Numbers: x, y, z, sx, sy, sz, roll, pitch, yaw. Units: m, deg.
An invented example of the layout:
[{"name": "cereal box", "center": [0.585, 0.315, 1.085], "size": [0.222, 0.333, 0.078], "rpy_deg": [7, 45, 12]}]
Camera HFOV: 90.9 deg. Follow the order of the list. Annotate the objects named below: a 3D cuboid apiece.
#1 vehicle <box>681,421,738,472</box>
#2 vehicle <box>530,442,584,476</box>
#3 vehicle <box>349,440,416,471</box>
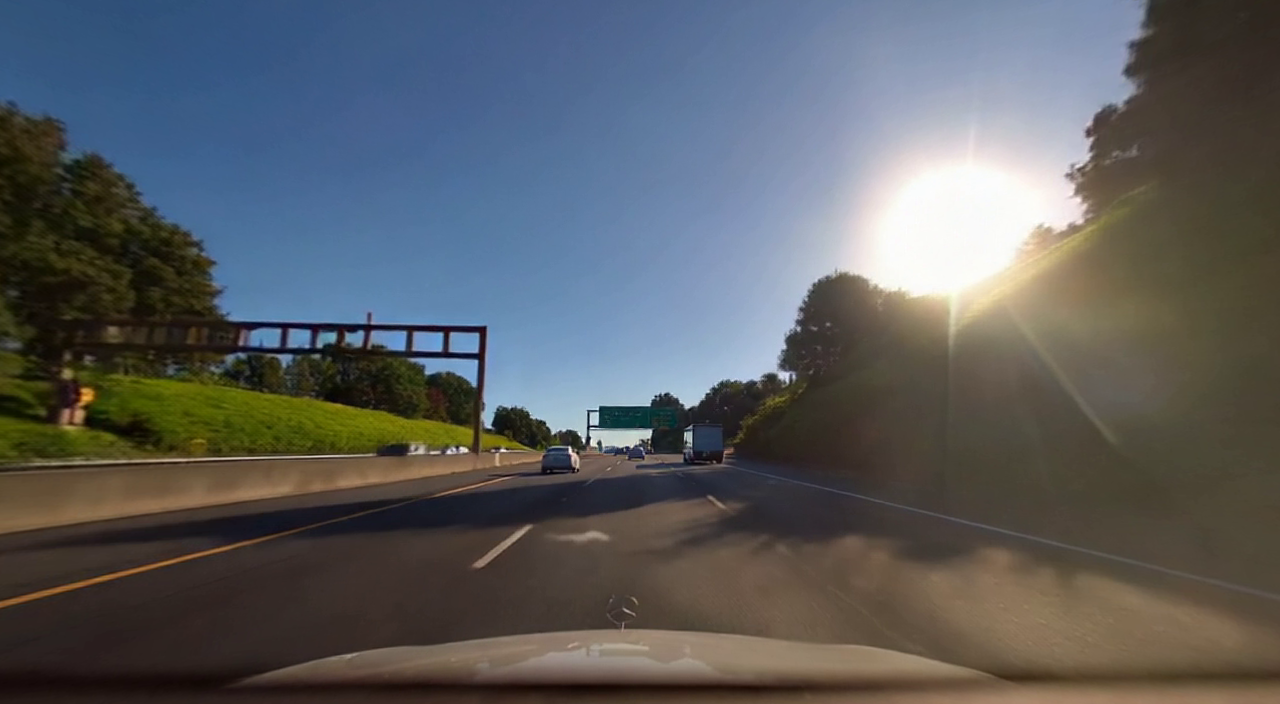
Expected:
[{"name": "vehicle", "center": [3.766, 5.314, 35.367], "size": [2.361, 2.636, 5.684], "rpy_deg": [0, -9, -1]}, {"name": "vehicle", "center": [-4.029, 5.327, 31.477], "size": [2.054, 1.529, 4.368], "rpy_deg": [0, -9, 1]}, {"name": "vehicle", "center": [-12.331, 4.975, 30.458], "size": [1.668, 1.382, 3.740], "rpy_deg": [0, -9, 0]}]
